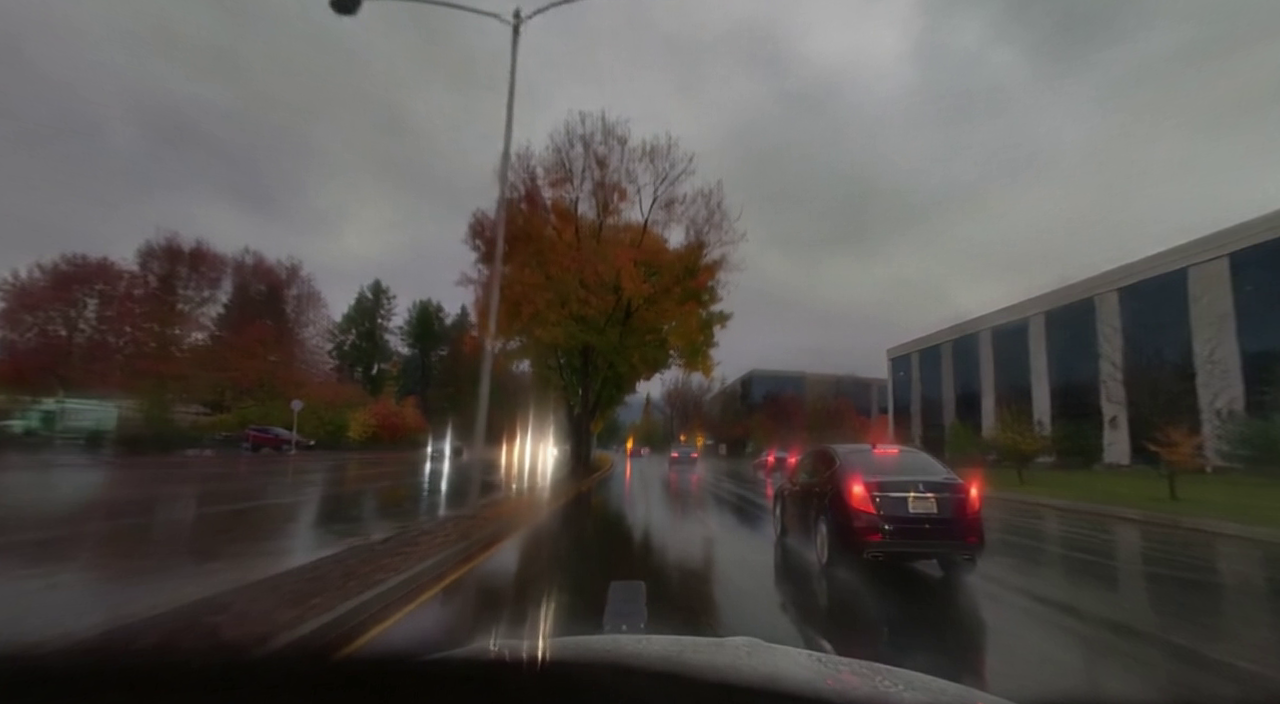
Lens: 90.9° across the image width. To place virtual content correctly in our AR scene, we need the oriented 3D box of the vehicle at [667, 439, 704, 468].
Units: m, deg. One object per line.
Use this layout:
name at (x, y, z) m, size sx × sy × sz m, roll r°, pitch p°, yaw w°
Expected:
vehicle at (3.127, 7.102, 44.218) m, size 2.154 × 1.844 × 4.634 m, roll 2°, pitch -8°, yaw -1°

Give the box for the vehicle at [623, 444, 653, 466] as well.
vehicle at (-0.147, 7.211, 44.268) m, size 1.991 × 1.477 × 3.814 m, roll 0°, pitch -8°, yaw -1°

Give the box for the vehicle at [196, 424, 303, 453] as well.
vehicle at (-27.116, 6.042, 43.899) m, size 6.055 × 1.910 × 2.113 m, roll -1°, pitch -8°, yaw 0°

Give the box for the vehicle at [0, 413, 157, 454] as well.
vehicle at (-27.492, 3.951, 30.444) m, size 6.220 × 1.825 × 2.361 m, roll 0°, pitch -8°, yaw -1°

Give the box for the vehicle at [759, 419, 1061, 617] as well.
vehicle at (2.777, 1.752, 7.579) m, size 1.901 × 1.634 × 3.896 m, roll 3°, pitch -8°, yaw 0°
